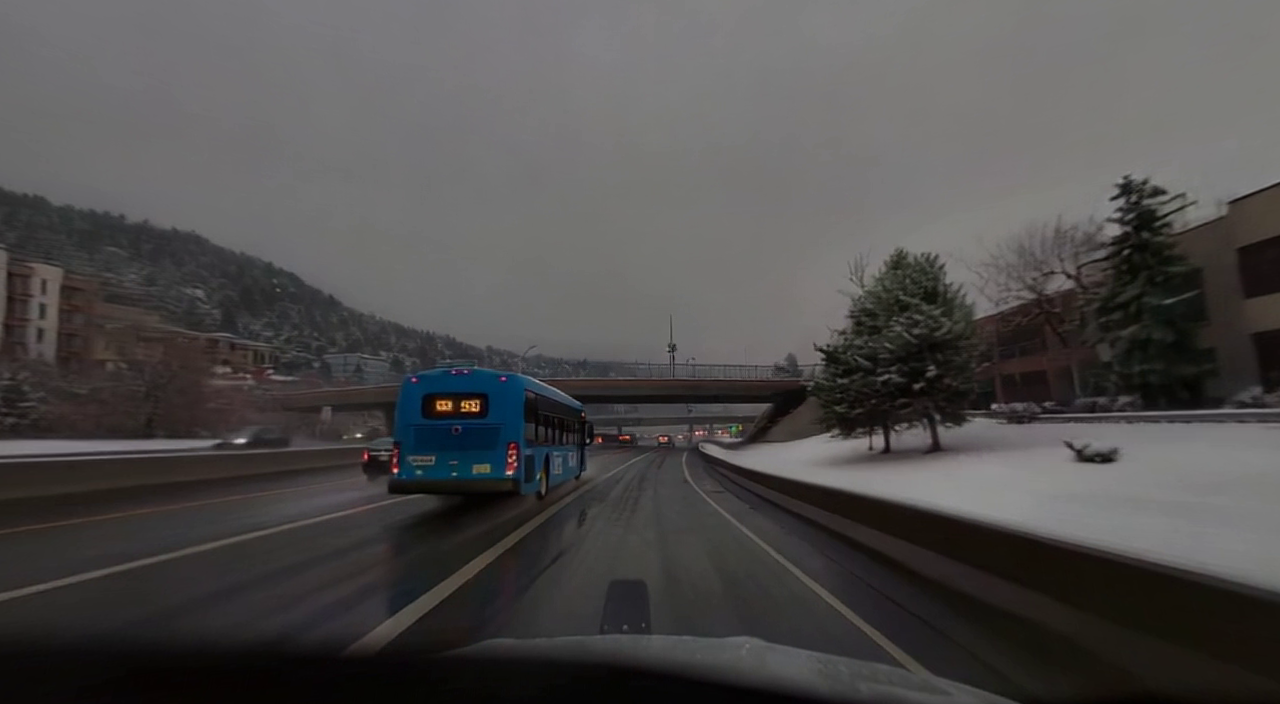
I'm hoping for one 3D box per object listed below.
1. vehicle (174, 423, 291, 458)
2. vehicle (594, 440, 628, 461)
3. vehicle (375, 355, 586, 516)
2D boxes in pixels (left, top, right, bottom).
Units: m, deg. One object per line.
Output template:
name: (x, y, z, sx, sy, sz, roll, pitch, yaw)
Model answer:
vehicle: (-23.039, 5.100, 35.998, 2.250, 1.799, 5.791, -2, -9, 8)
vehicle: (-2.104, 7.399, 47.334, 1.928, 1.455, 4.361, -1, -9, 5)
vehicle: (-3.320, 2.160, 15.974, 2.888, 2.944, 8.373, 1, -8, 2)
